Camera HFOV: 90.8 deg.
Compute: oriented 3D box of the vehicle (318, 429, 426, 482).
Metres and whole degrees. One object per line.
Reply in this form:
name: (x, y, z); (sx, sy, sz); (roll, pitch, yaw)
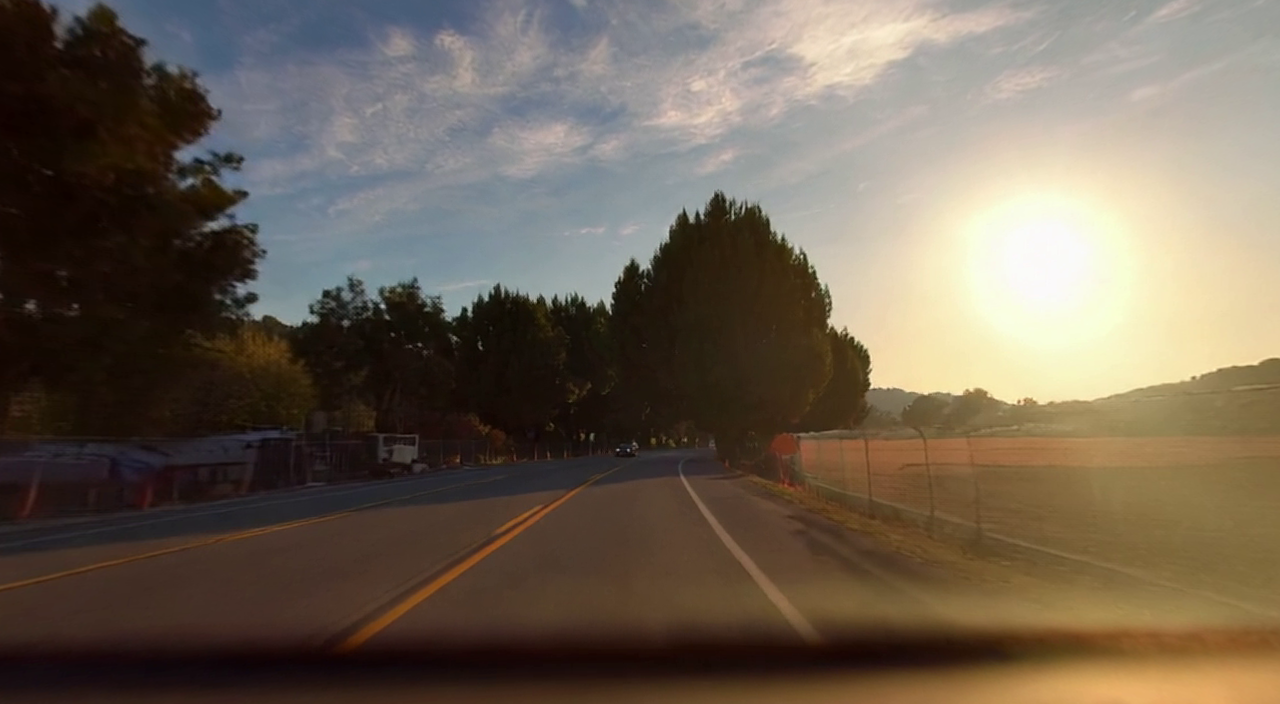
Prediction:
vehicle: (-11.694, 4.574, 28.228); (2.244, 2.022, 6.102); (-2, -8, -1)
